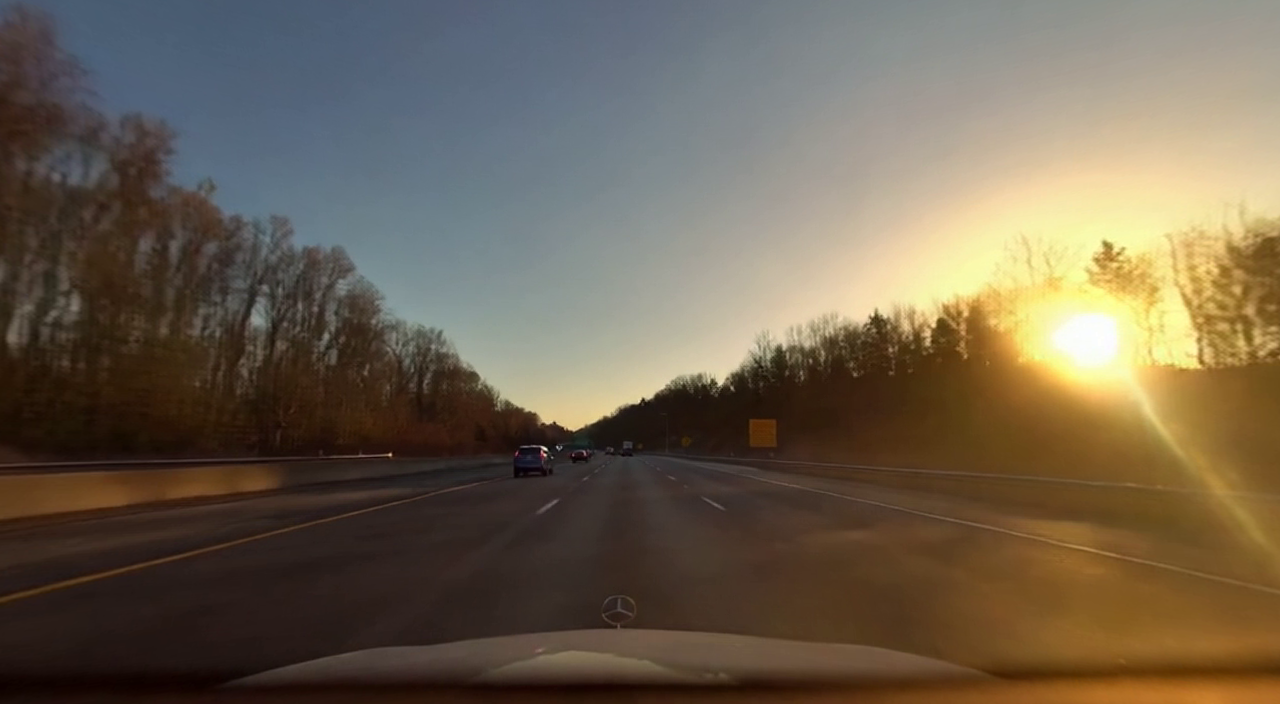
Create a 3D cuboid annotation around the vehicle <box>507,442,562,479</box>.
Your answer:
[{"bbox_3d":[-5.300,5.500,32.021,2.151,1.693,4.201,0,-9,-1],"label":"vehicle"}]
